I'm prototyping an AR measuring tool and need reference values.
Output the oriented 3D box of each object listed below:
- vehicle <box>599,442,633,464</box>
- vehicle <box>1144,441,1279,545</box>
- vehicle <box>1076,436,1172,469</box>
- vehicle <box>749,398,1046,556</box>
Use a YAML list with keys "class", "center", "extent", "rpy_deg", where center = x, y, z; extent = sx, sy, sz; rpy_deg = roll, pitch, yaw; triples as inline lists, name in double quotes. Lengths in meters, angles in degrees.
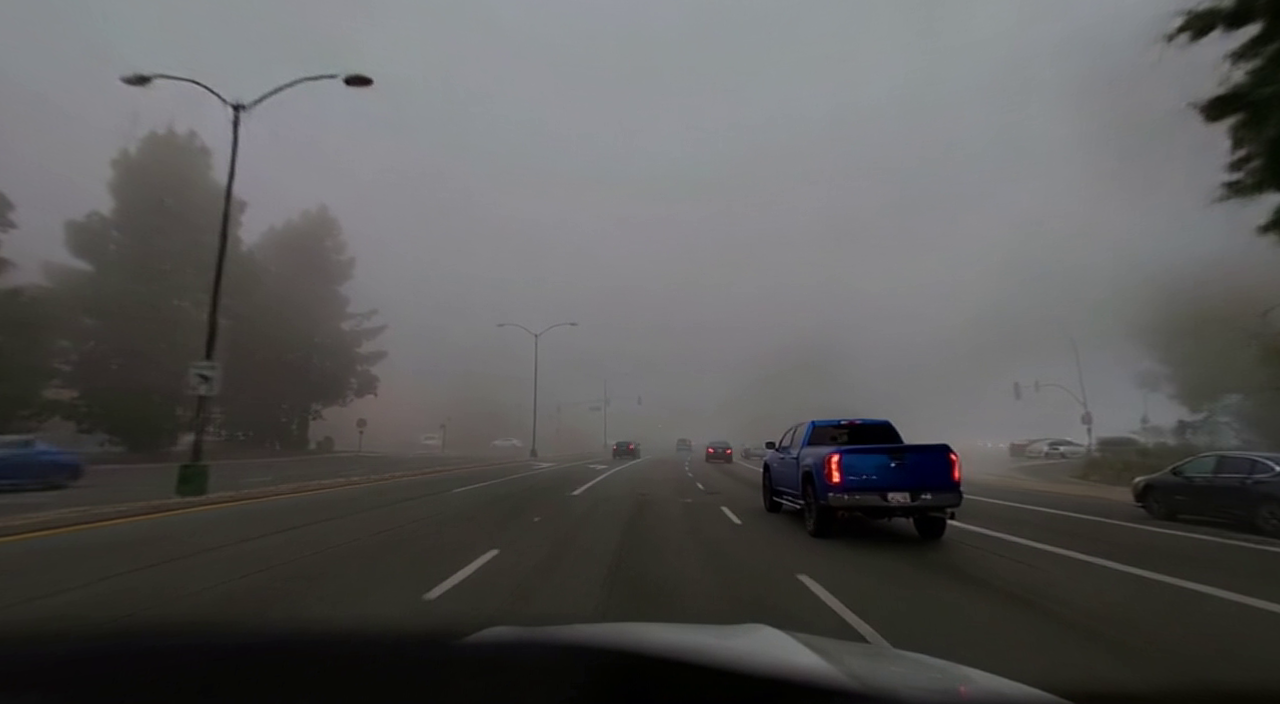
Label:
- class: "vehicle"
  center: [-1.662, 7.225, 45.247]
  extent: [1.958, 1.542, 4.175]
  rpy_deg: [-1, -8, 5]
- class: "vehicle"
  center: [10.432, 2.118, 9.477]
  extent: [1.963, 1.513, 4.600]
  rpy_deg: [0, -8, 1]
- class: "vehicle"
  center: [25.028, 5.176, 32.617]
  extent: [3.945, 1.618, 1.919]
  rpy_deg: [3, -9, -19]
- class: "vehicle"
  center: [3.427, 1.840, 10.076]
  extent: [2.333, 1.777, 5.713]
  rpy_deg: [0, -8, 0]
